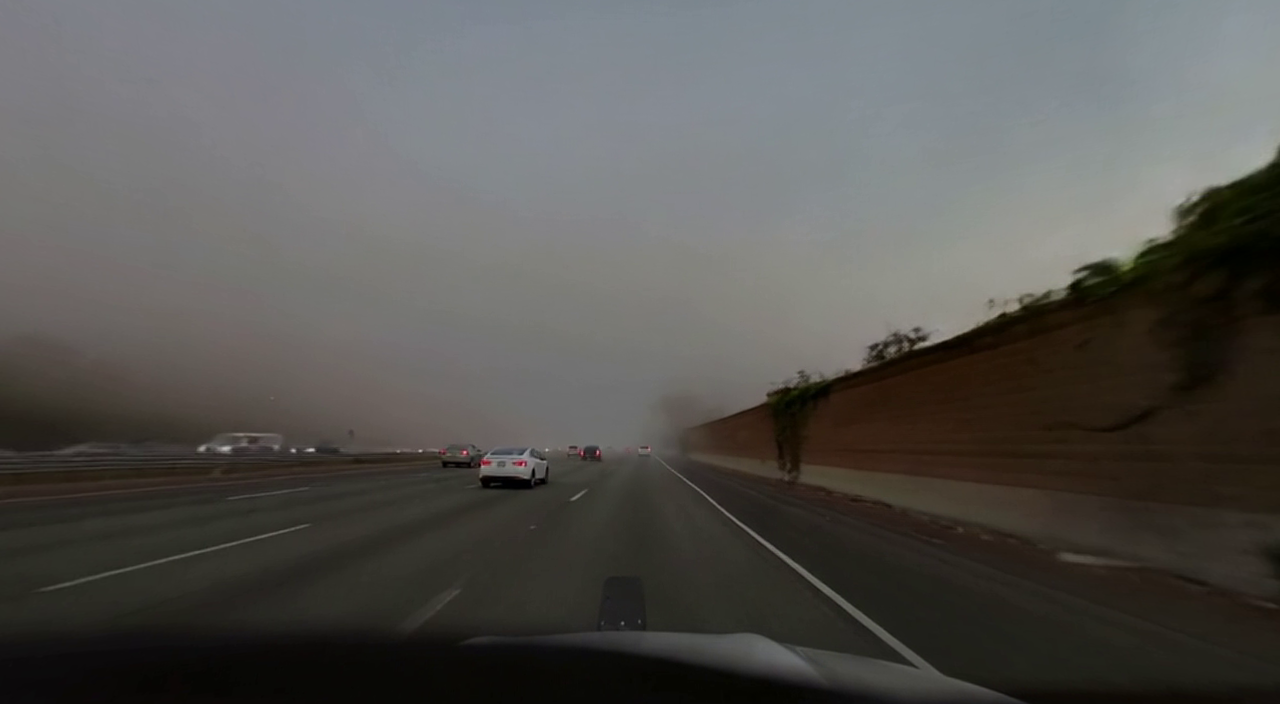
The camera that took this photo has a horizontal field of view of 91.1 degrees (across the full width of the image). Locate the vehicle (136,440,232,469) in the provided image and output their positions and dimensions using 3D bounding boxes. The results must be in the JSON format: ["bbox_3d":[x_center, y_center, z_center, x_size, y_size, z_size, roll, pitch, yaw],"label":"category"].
[{"bbox_3d":[-24.522,5.505,33.983,1.812,1.484,4.465,0,-8,0],"label":"vehicle"}]

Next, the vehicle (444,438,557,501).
[{"bbox_3d":[-3.651,3.153,17.413,1.945,1.484,4.803,0,-8,1],"label":"vehicle"}]

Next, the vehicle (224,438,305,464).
[{"bbox_3d":[-28.332,7.485,47.725,2.193,1.808,6.391,0,-8,1],"label":"vehicle"}]
